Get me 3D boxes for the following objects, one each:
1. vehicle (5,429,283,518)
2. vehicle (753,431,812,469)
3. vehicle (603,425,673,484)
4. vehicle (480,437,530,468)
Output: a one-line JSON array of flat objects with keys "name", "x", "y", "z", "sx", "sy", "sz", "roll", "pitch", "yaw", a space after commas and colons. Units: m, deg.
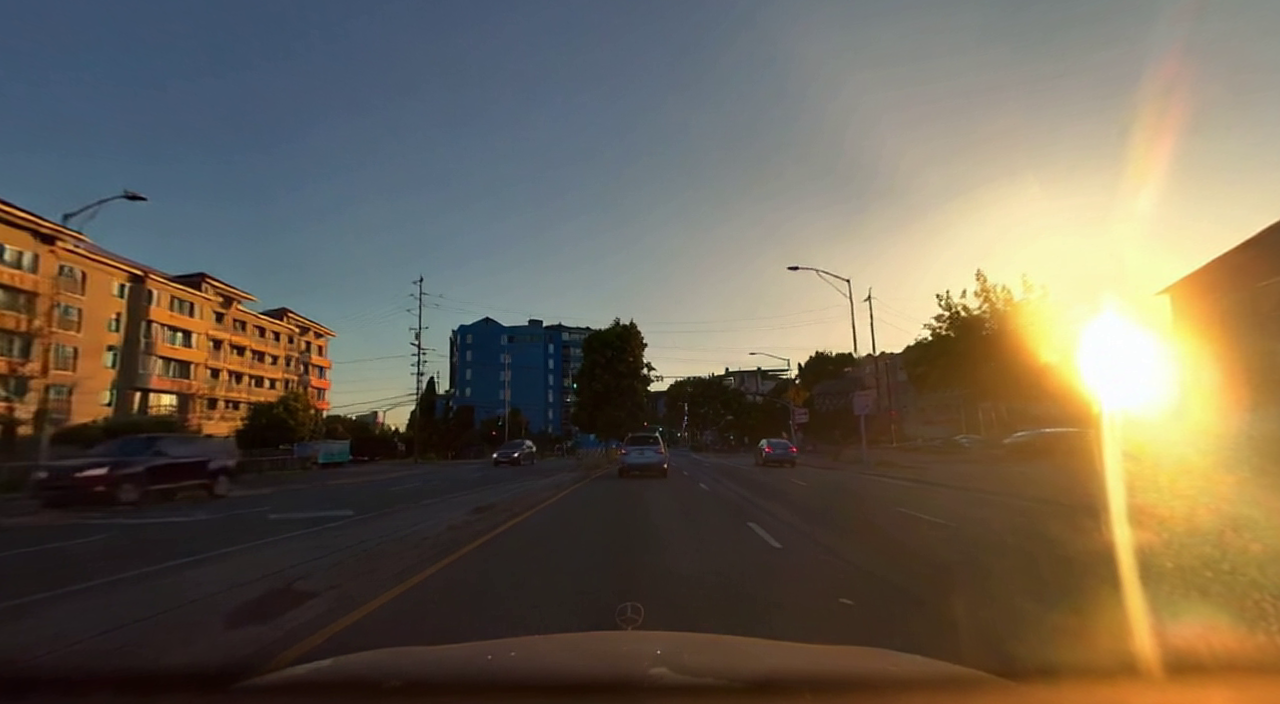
[{"name": "vehicle", "x": -13.101, "y": 3.206, "z": 17.450, "sx": 2.544, "sy": 2.014, "sz": 5.821, "roll": -1, "pitch": -8, "yaw": 6}, {"name": "vehicle", "x": 7.002, "y": 4.850, "z": 31.493, "sx": 1.952, "sy": 1.749, "sz": 4.311, "roll": 0, "pitch": -8, "yaw": 0}, {"name": "vehicle", "x": -0.005, "y": 3.527, "z": 22.023, "sx": 2.160, "sy": 1.786, "sz": 4.702, "roll": -1, "pitch": -8, "yaw": 1}, {"name": "vehicle", "x": -8.389, "y": 6.272, "z": 39.538, "sx": 1.979, "sy": 1.794, "sz": 4.264, "roll": -1, "pitch": -8, "yaw": 3}]
